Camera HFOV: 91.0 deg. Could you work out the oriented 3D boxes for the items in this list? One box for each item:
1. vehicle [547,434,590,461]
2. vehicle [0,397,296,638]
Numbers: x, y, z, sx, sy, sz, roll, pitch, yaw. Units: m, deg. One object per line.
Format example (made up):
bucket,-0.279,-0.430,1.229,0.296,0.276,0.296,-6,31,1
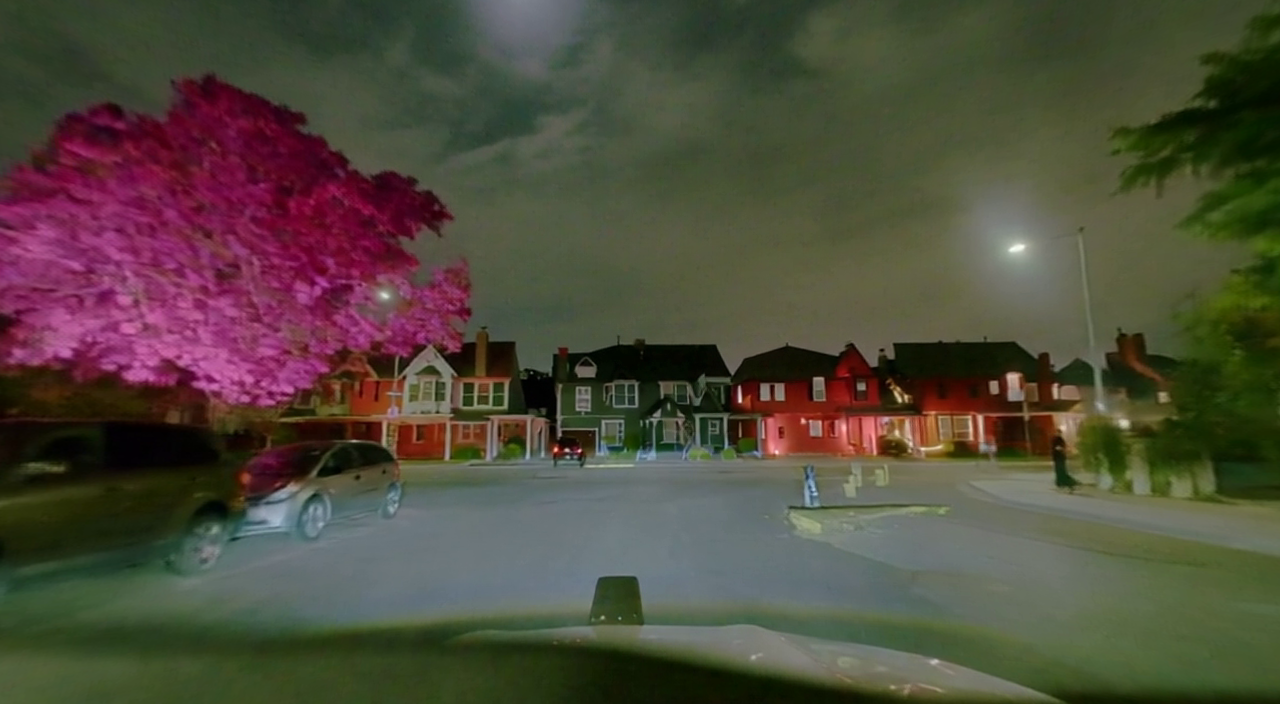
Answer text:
vehicle,-4.306,5.844,38.547,1.968,1.491,4.486,0,-8,2
vehicle,-5.804,1.442,6.074,2.139,1.783,4.717,-1,-8,2
